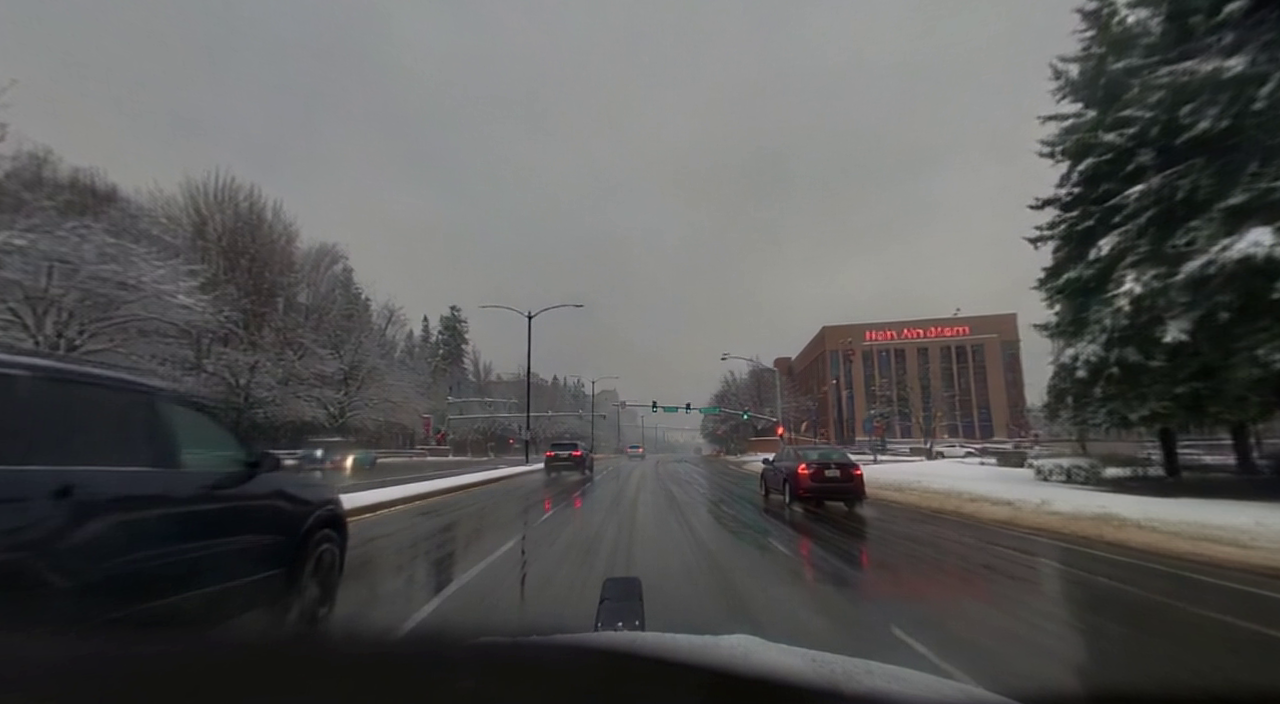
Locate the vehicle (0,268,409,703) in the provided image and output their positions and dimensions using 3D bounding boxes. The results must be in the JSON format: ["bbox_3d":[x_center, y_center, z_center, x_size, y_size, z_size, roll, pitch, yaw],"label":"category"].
[{"bbox_3d":[-3.294,0.809,2.907,2.450,1.866,5.416,0,-9,-1],"label":"vehicle"}]

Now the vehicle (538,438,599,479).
[{"bbox_3d":[-3.351,5.100,30.527,2.305,1.833,4.912,0,-9,1],"label":"vehicle"}]

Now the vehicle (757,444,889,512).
[{"bbox_3d":[4.451,3.126,16.197,1.960,1.471,4.378,0,-9,-2],"label":"vehicle"}]

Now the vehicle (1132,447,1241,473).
[{"bbox_3d":[31.143,6.159,36.111,4.274,1.448,2.050,0,-9,0],"label":"vehicle"}]
